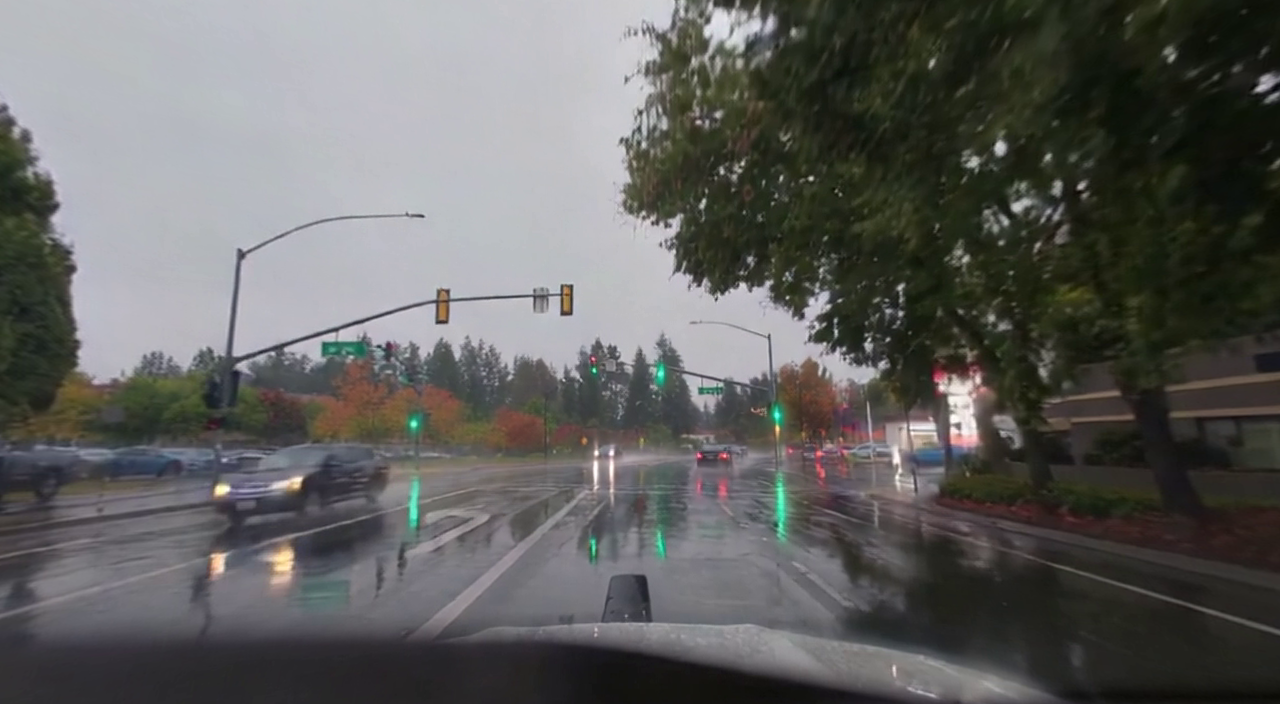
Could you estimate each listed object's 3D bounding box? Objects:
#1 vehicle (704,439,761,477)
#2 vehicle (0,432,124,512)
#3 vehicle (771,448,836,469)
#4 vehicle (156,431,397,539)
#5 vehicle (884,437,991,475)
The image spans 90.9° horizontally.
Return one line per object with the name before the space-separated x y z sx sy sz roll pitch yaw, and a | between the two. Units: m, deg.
vehicle | 4.461 5.207 31.088 2.311 1.715 4.287 0 -9 3
vehicle | -17.111 3.112 16.667 5.006 1.942 2.246 0 -9 4
vehicle | 12.213 7.975 47.238 1.938 1.466 4.434 7 -11 -37
vehicle | -6.000 2.206 11.046 2.052 1.543 3.719 0 -9 -2
vehicle | 16.228 5.680 34.616 4.713 1.969 2.201 0 -9 0
